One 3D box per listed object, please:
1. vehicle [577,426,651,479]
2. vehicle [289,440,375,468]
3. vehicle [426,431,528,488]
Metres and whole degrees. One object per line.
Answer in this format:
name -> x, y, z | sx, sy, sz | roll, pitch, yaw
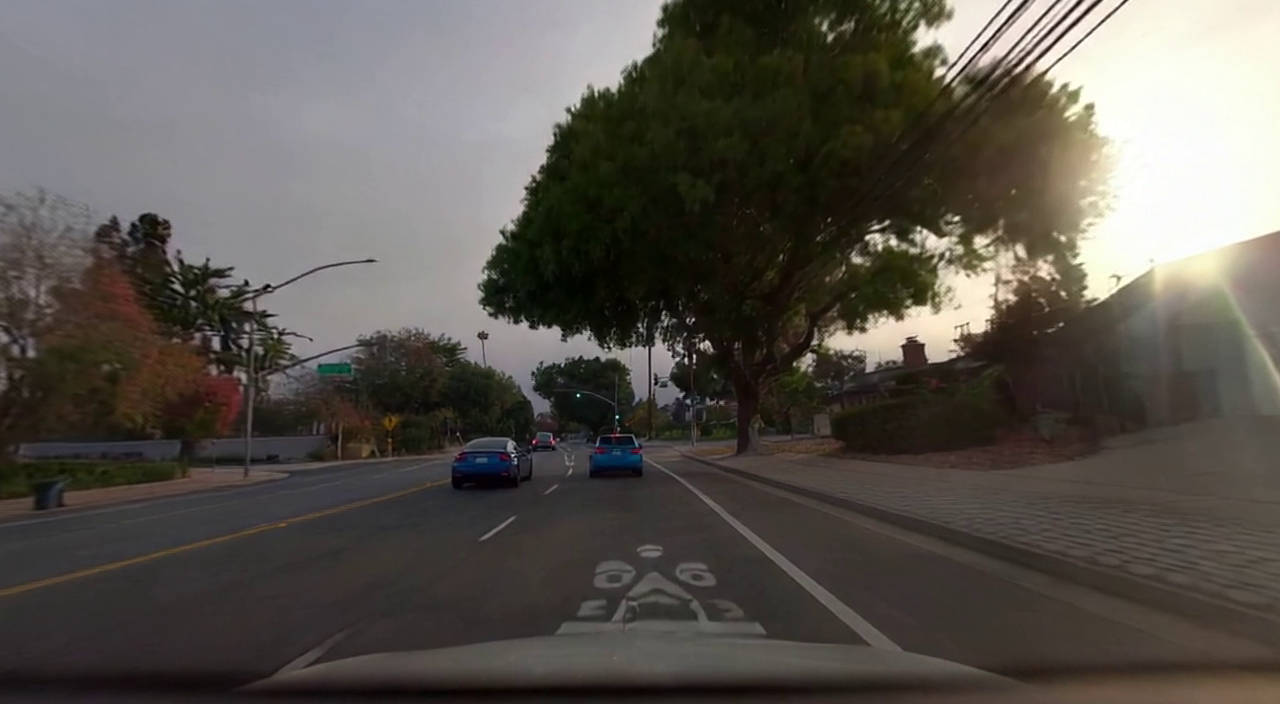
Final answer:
vehicle -> -0.898, 3.252, 20.547 | 2.168, 1.504, 4.284 | 1, -9, -4
vehicle -> -20.530, 6.782, 42.143 | 4.979, 1.782, 2.264 | -3, -9, 20
vehicle -> -4.466, 3.020, 18.004 | 1.913, 1.425, 4.235 | 0, -9, -2
